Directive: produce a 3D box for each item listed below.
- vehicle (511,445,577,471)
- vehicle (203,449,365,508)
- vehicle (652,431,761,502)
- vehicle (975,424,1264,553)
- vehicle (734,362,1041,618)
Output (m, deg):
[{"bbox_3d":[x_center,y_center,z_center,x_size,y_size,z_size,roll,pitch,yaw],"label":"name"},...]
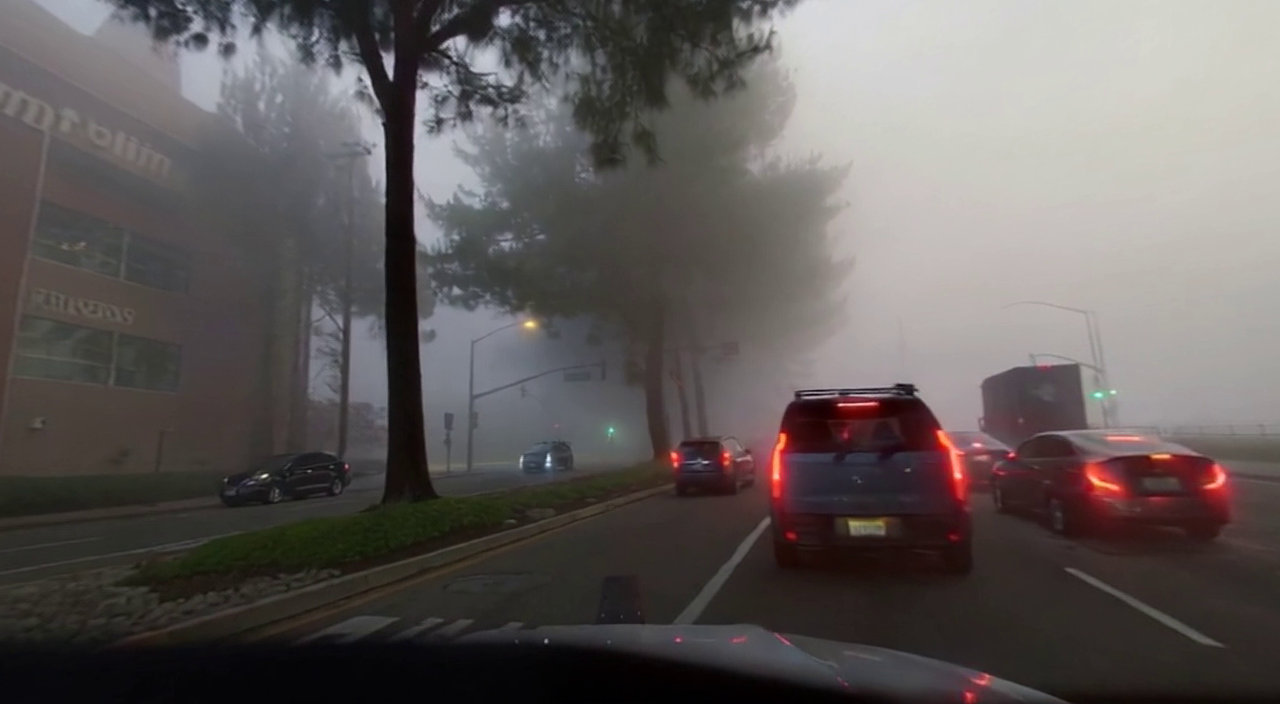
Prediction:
[{"bbox_3d":[-5.984,6.668,39.911,2.005,1.489,4.650,-4,-9,21],"label":"vehicle"},{"bbox_3d":[-11.699,4.137,21.129,2.018,1.715,4.451,-3,-9,17],"label":"vehicle"},{"bbox_3d":[1.810,2.791,15.800,2.010,1.515,4.152,-3,-9,15],"label":"vehicle"},{"bbox_3d":[6.658,1.887,9.420,1.862,1.451,4.083,-2,-9,14],"label":"vehicle"},{"bbox_3d":[2.479,1.373,7.167,2.188,1.892,4.488,-3,-9,15],"label":"vehicle"}]
